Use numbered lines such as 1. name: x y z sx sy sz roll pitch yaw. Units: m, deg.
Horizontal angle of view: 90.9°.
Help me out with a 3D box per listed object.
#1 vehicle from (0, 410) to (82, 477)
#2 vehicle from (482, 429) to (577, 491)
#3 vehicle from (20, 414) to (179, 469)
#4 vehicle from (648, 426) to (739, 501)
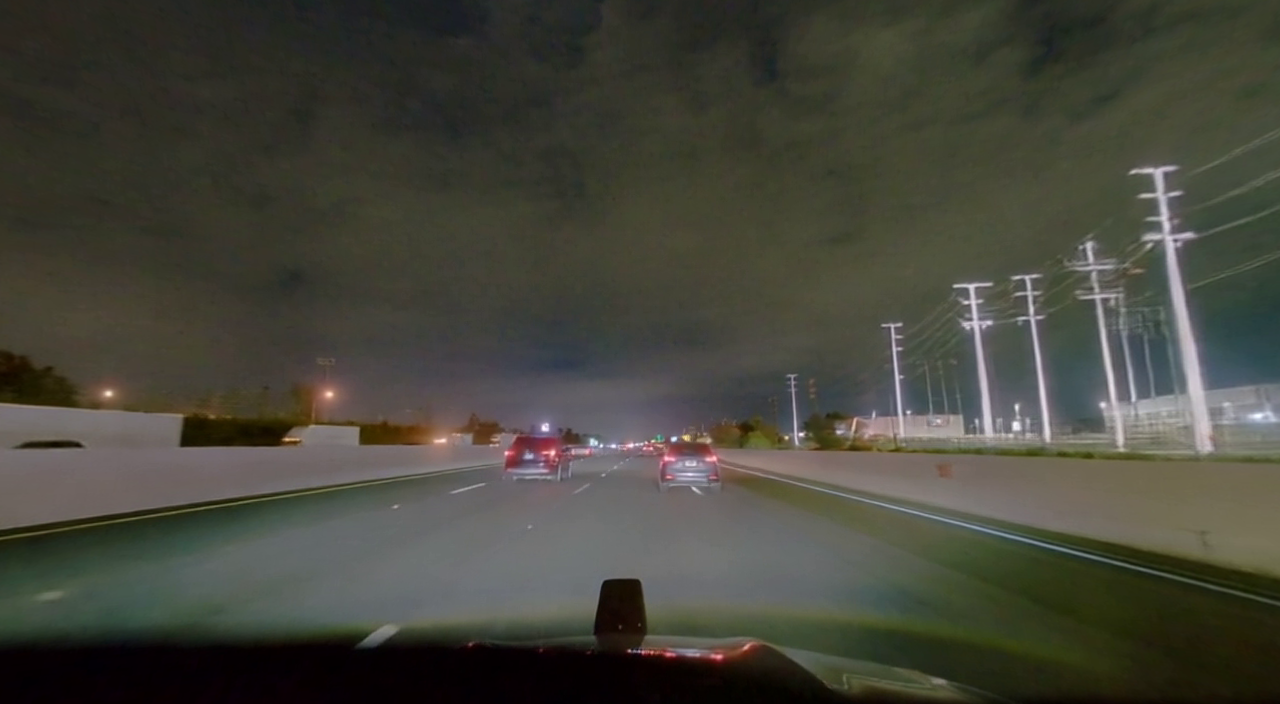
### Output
1. vehicle: -31.790 4.653 32.074 2.867 3.154 4.023 0 -9 -1
2. vehicle: -3.385 3.416 20.264 2.125 1.764 4.393 0 -9 1
3. vehicle: -31.786 5.376 37.642 2.911 2.955 7.369 0 -9 0
4. vehicle: 1.306 2.934 16.918 2.134 1.733 4.049 0 -9 2
